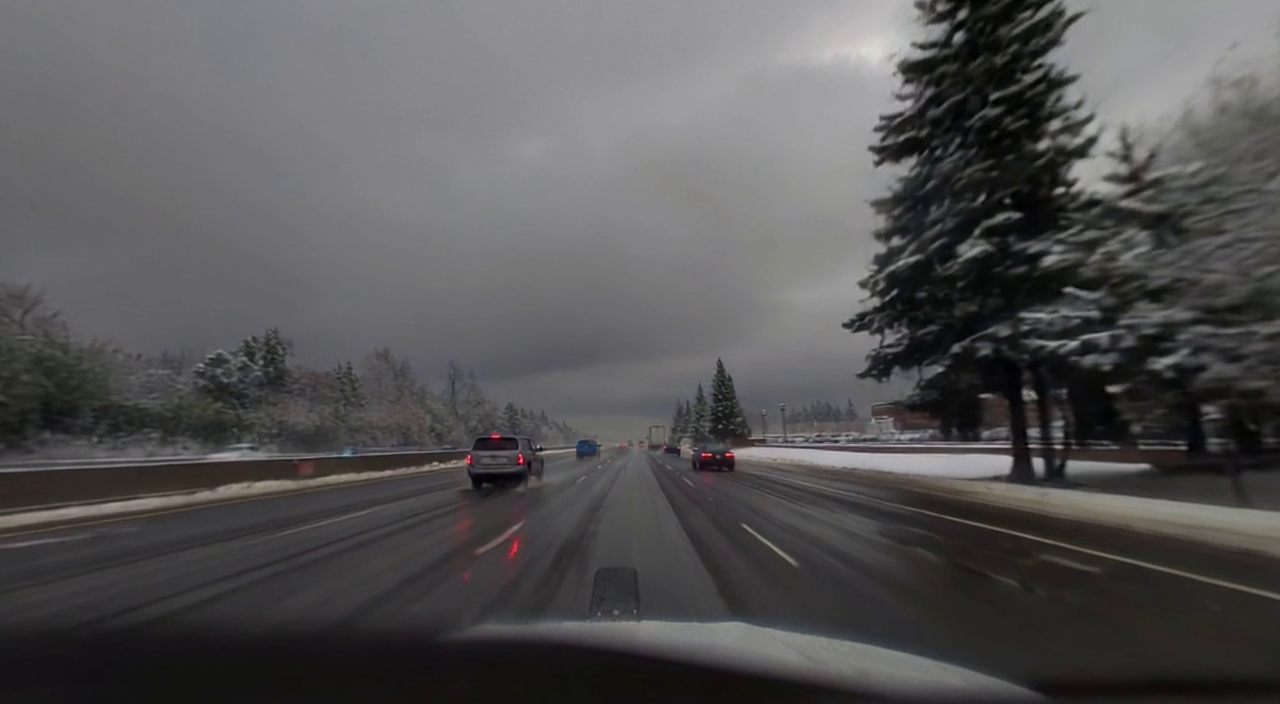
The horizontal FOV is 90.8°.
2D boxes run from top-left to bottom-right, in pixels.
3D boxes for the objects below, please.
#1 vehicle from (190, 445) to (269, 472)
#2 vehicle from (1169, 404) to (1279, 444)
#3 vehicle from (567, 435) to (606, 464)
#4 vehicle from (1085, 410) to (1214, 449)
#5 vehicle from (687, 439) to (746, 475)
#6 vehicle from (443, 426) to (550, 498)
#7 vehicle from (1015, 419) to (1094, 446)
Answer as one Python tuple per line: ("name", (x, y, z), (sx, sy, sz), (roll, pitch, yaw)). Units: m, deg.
("vehicle", (-24.736, 6.430, 38.273), (1.872, 1.512, 4.405), (0, -8, 0))
("vehicle", (32.438, 4.028, 34.543), (2.062, 1.924, 5.623), (-1, -9, -1))
("vehicle", (-3.893, 7.196, 46.663), (2.410, 1.981, 5.355), (0, -8, 0))
("vehicle", (27.293, 4.276, 34.220), (1.959, 1.935, 5.851), (0, -8, -2))
("vehicle", (3.388, 4.778, 28.955), (1.957, 1.510, 4.643), (0, -8, -2))
("vehicle", (-3.882, 3.062, 17.991), (1.987, 1.765, 4.508), (0, -8, 0))
("vehicle", (32.363, 6.373, 49.565), (2.133, 1.930, 5.924), (-1, -9, 0))
